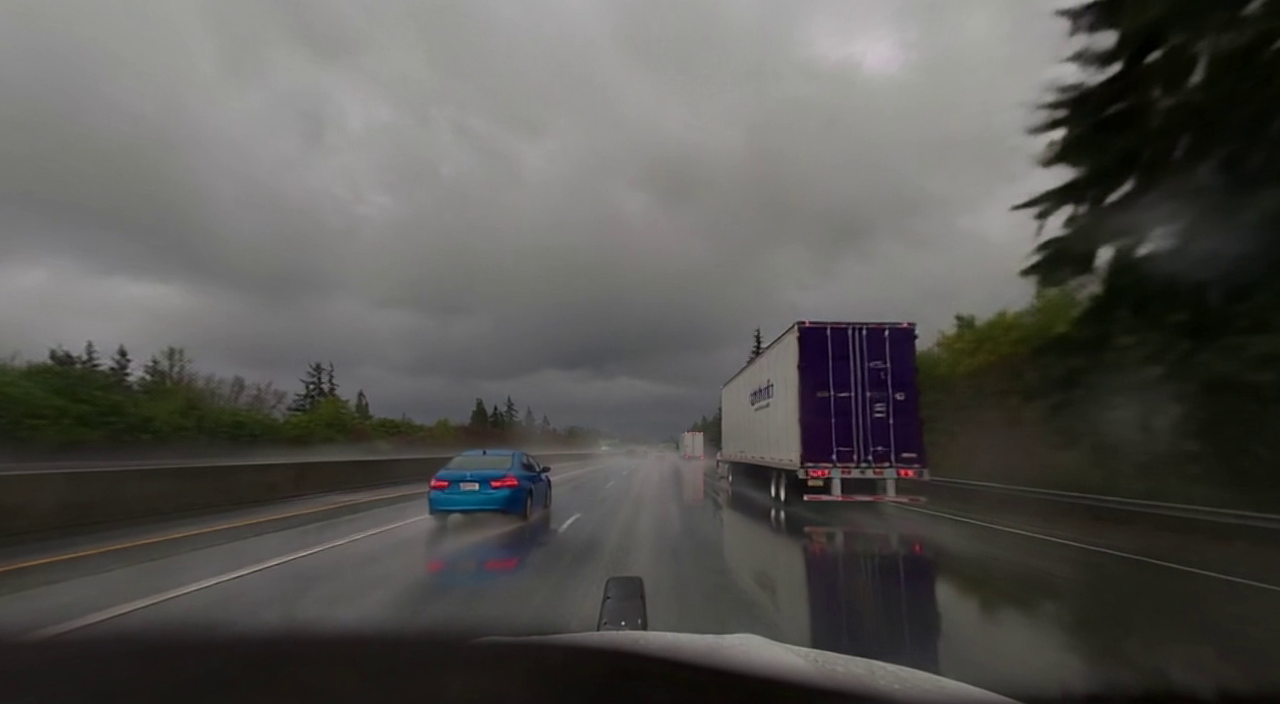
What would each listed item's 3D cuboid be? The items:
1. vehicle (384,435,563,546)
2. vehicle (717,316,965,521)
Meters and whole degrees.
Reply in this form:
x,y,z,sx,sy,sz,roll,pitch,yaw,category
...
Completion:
x,y,z,sx,sy,sz,roll,pitch,yaw,category
-2.673,2.352,11.336,1.960,1.579,4.384,0,-9,1,vehicle
4.660,2.299,18.947,2.858,3.952,13.731,0,-9,0,vehicle
